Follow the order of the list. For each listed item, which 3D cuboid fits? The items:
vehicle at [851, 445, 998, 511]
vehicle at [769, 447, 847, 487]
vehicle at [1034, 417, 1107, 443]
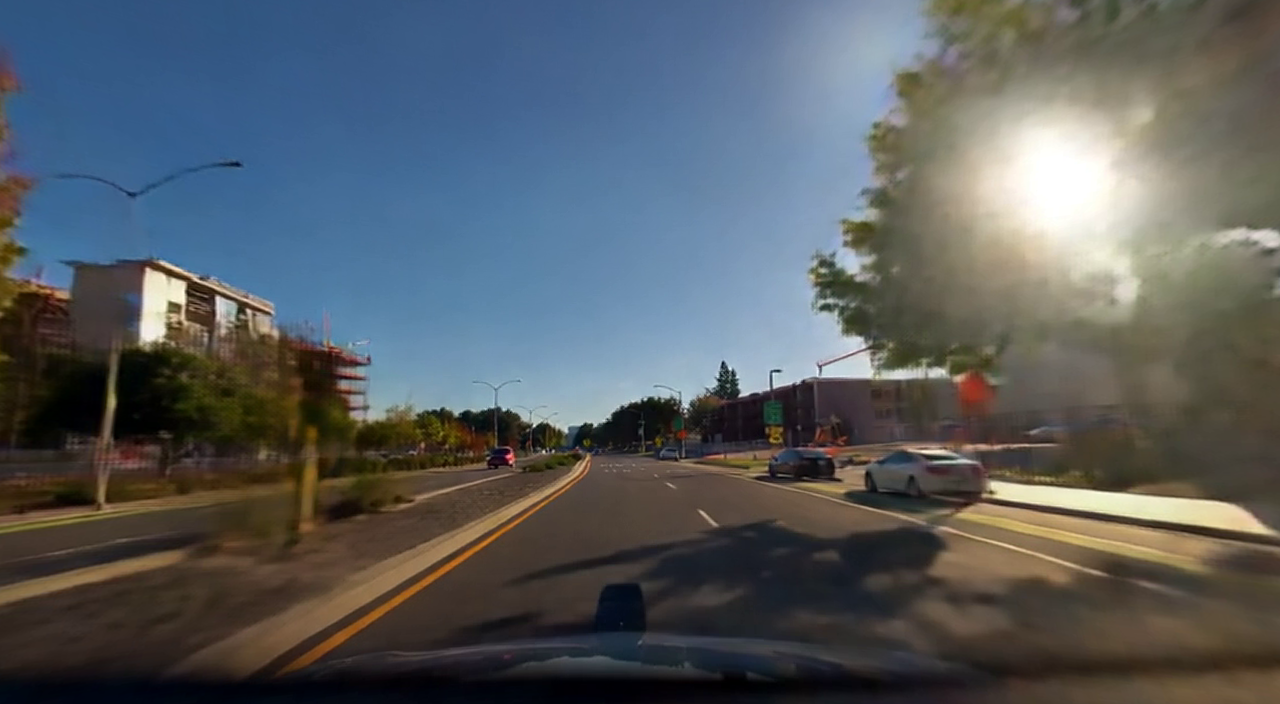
[{"bbox_3d":[7.995,3.531,18.314,1.974,1.472,4.654,6,-9,-2],"label":"vehicle"},{"bbox_3d":[7.797,5.365,29.775,1.977,1.540,4.307,7,-9,-7],"label":"vehicle"},{"bbox_3d":[32.156,5.882,47.382,1.829,1.713,4.519,-1,-8,-7],"label":"vehicle"}]
